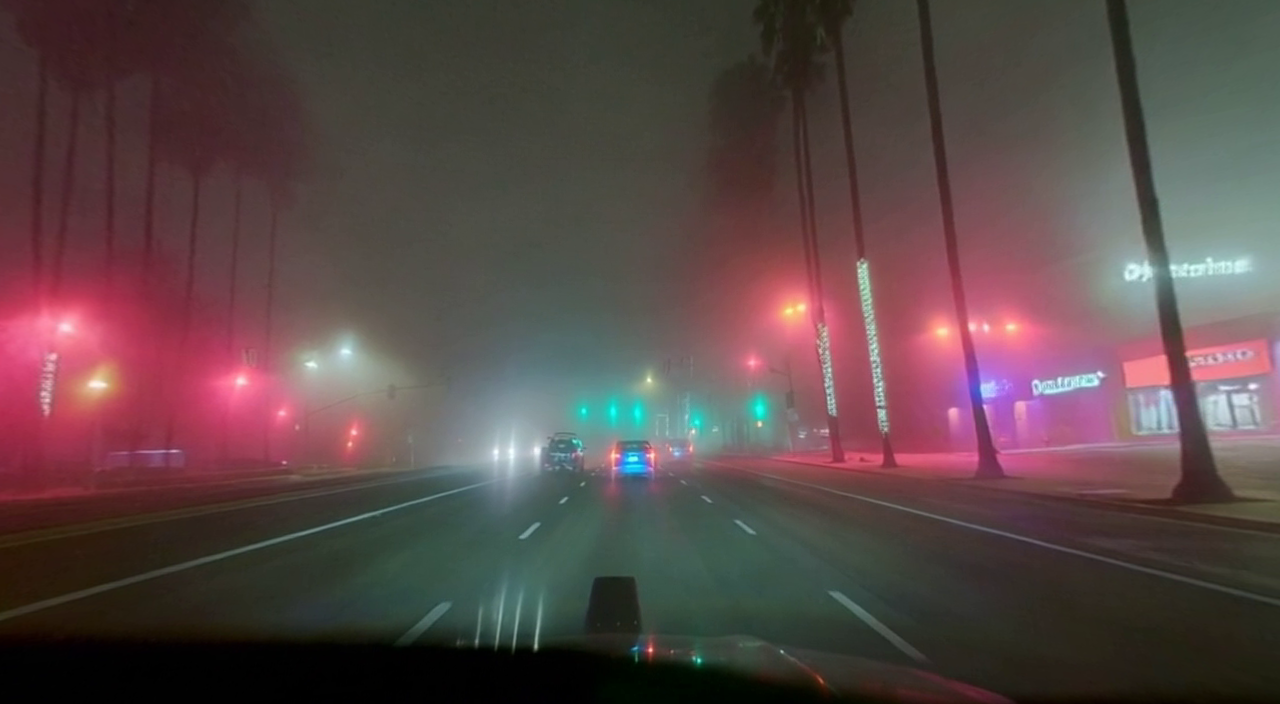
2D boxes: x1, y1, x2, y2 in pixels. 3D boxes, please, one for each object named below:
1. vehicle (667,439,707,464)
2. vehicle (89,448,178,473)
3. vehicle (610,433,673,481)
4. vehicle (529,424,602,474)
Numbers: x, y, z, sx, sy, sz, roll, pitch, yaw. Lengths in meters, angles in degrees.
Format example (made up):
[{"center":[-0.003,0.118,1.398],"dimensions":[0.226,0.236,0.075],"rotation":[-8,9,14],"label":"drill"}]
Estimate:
[{"center":[2.895,6.312,40.182],"dimensions":[2.085,1.482,4.491],"rotation":[0,-9,-2],"label":"vehicle"},{"center":[-34.510,7.392,43.210],"dimensions":[4.278,1.652,2.100],"rotation":[-1,-9,3],"label":"vehicle"},{"center":[0.012,3.939,23.875],"dimensions":[2.160,1.615,4.117],"rotation":[0,-9,-1],"label":"vehicle"},{"center":[-3.316,4.521,29.514],"dimensions":[2.672,2.064,5.681],"rotation":[0,-9,0],"label":"vehicle"}]
